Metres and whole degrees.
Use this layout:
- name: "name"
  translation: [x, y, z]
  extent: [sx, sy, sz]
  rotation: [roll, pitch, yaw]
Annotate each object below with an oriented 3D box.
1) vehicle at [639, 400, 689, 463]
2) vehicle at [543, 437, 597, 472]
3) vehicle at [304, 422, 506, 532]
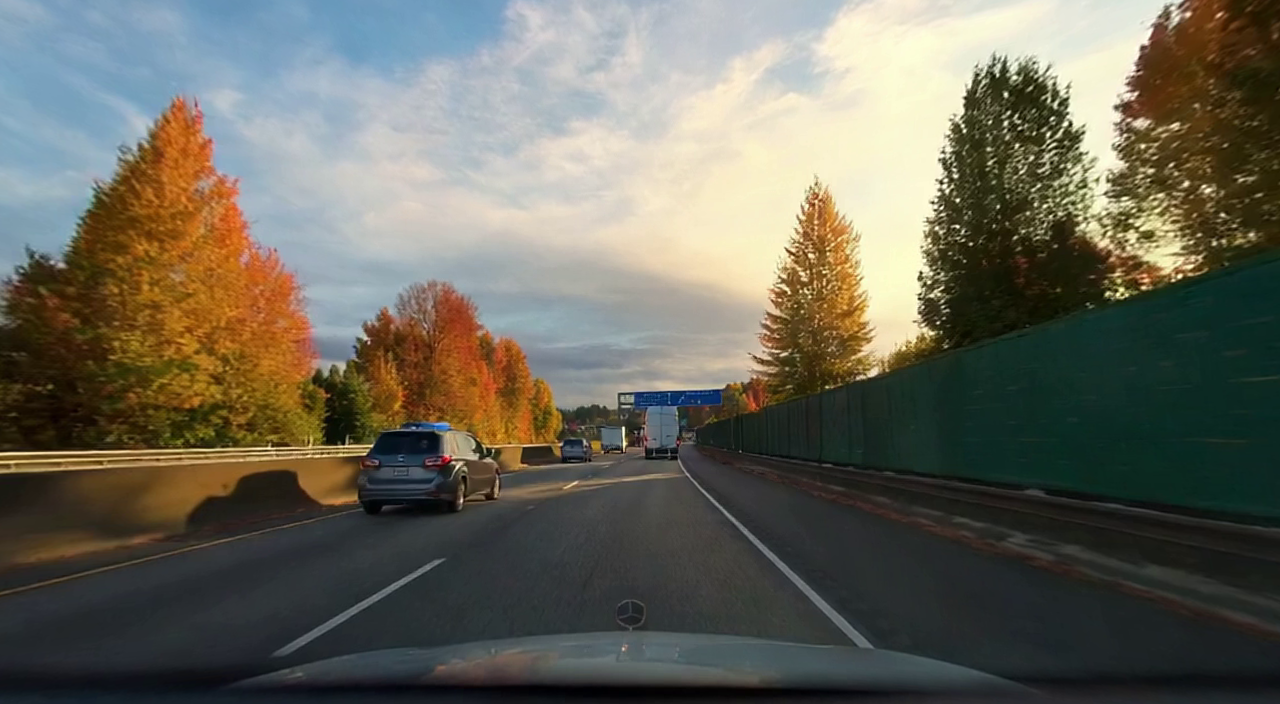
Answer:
- name: "vehicle"
  translation: [1.640, 5.451, 42.496]
  extent: [2.933, 3.701, 10.425]
  rotation: [0, -8, 2]
- name: "vehicle"
  translation: [-3.315, 4.941, 30.576]
  extent: [1.962, 1.575, 4.158]
  rotation: [0, -8, 2]
- name: "vehicle"
  translation: [-3.784, 2.066, 10.979]
  extent: [1.927, 1.556, 3.921]
  rotation: [0, -8, 1]
